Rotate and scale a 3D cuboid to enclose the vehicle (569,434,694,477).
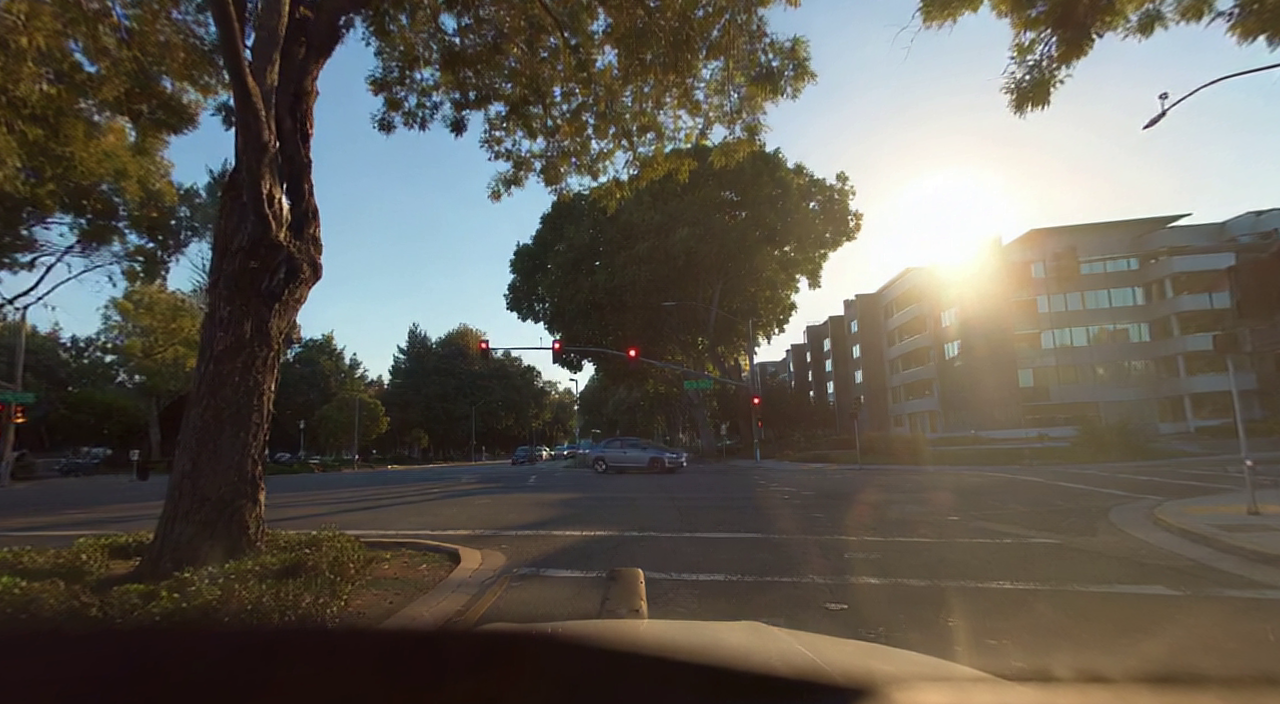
[{"bbox_3d":[-0.414,4.697,28.898,5.357,1.814,2.141,-5,-10,29],"label":"vehicle"}]
